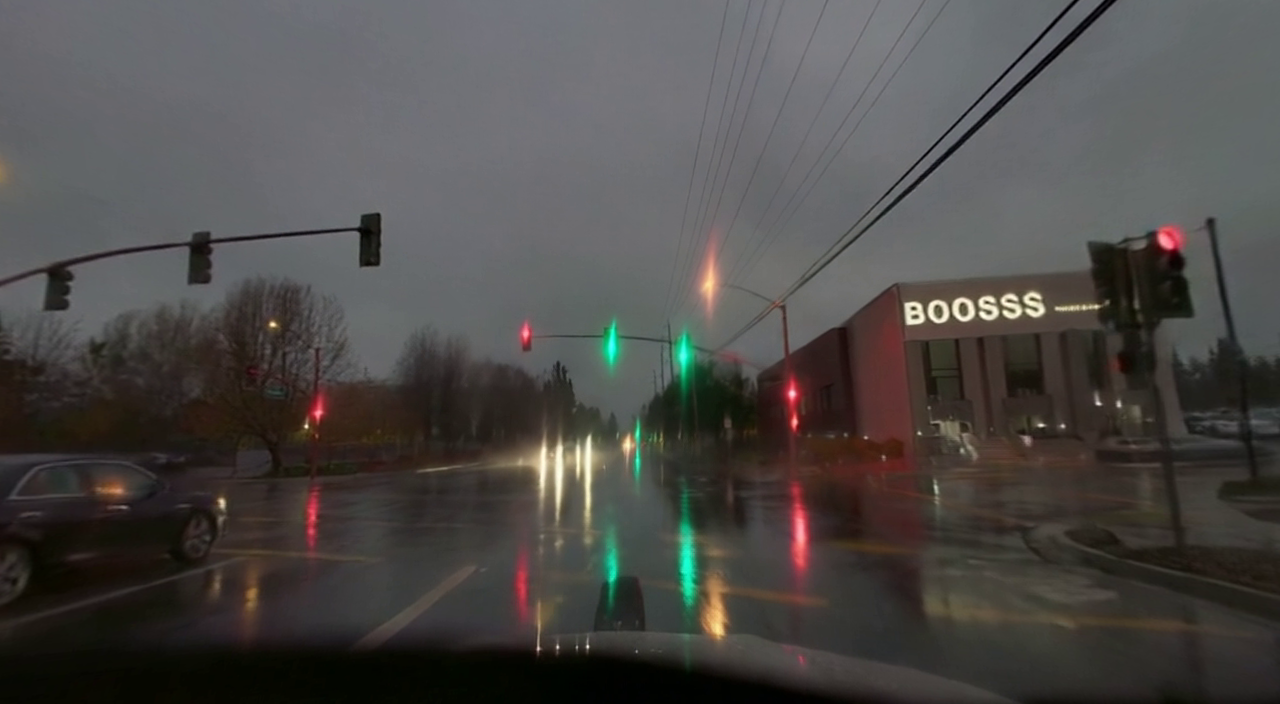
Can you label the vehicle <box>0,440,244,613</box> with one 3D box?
[{"bbox_3d":[-6.448,1.697,6.680,1.928,1.451,4.219,0,-9,-3],"label":"vehicle"}]
